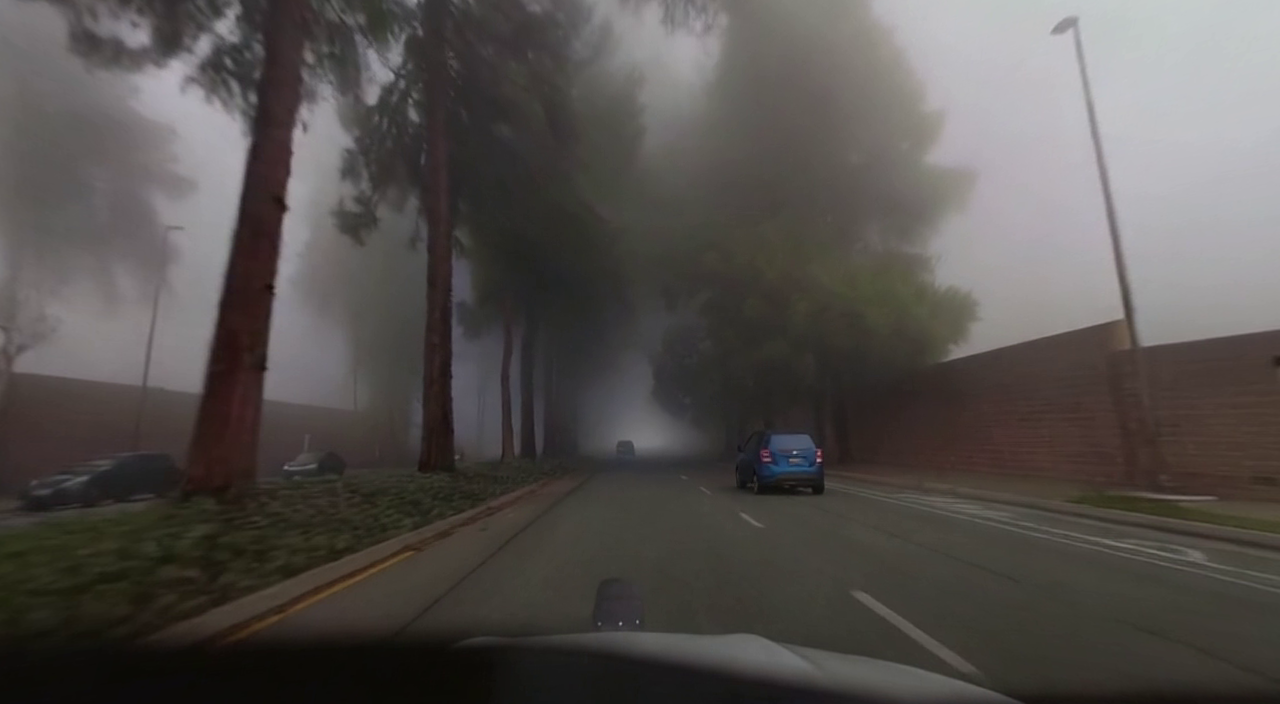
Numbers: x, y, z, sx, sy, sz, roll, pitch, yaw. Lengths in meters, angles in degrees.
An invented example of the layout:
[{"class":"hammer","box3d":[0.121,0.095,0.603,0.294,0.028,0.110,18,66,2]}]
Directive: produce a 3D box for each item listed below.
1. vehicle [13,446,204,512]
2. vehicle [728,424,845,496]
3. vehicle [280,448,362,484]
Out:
[{"class":"vehicle","box3d":[-17.535,4.143,21.313,2.075,1.909,5.064,0,-8,-1]},{"class":"vehicle","box3d":[3.970,3.025,18.010,2.155,1.752,4.456,0,-8,-1]},{"class":"vehicle","box3d":[-17.161,6.120,34.310,1.983,1.786,4.756,-1,-8,0]}]
